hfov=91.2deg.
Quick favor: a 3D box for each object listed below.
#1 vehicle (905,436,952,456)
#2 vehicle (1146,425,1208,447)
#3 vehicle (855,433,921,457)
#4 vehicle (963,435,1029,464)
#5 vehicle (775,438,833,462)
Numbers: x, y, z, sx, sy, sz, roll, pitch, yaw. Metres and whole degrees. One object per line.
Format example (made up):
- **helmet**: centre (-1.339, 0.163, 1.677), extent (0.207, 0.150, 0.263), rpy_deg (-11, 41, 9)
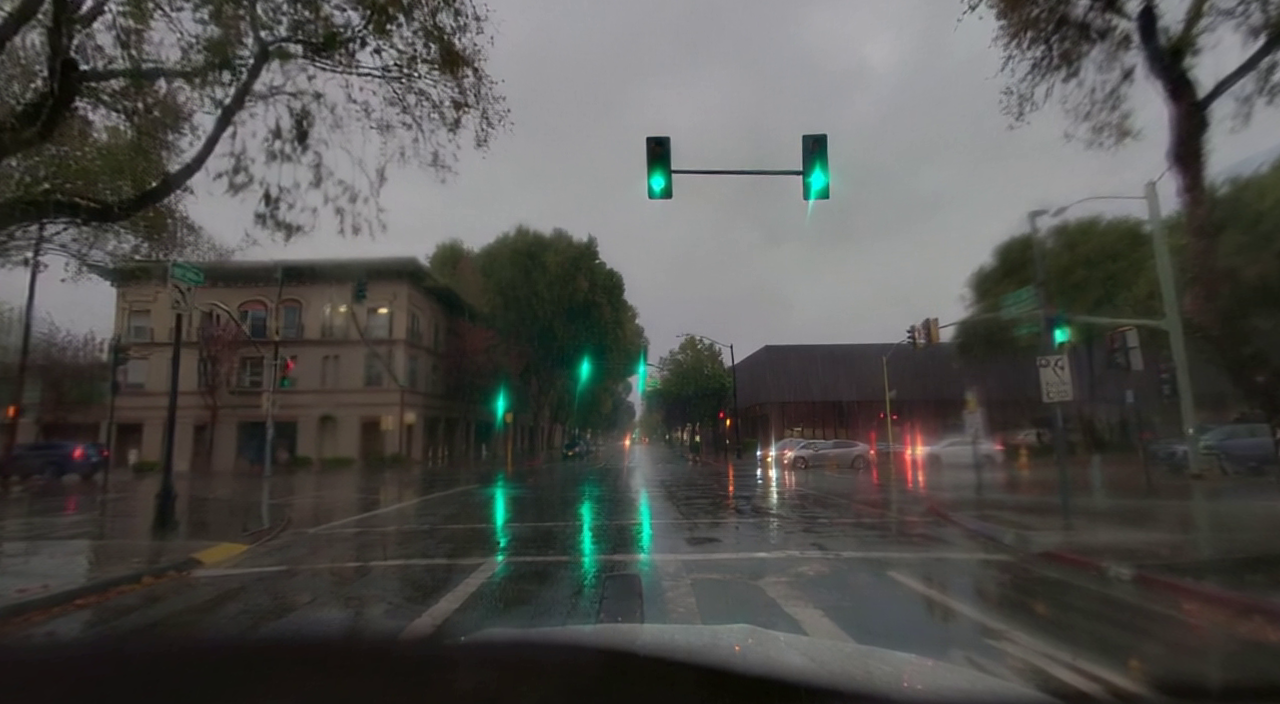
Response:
- **vehicle**: centre (21.814, 7.136, 47.496), extent (1.923, 1.463, 3.758), rpy_deg (-1, -9, 3)
- **vehicle**: centre (41.064, 6.452, 47.986), extent (1.682, 1.422, 3.422), rpy_deg (3, -10, 1)
- **vehicle**: centre (16.926, 6.334, 42.692), extent (4.522, 1.546, 1.941), rpy_deg (6, -11, -34)
- **vehicle**: centre (20.985, 5.737, 37.100), extent (1.851, 1.388, 3.475), rpy_deg (0, -4, 0)
- **vehicle**: centre (11.087, 6.622, 42.246), extent (1.955, 1.508, 4.295), rpy_deg (-8, -12, 42)
